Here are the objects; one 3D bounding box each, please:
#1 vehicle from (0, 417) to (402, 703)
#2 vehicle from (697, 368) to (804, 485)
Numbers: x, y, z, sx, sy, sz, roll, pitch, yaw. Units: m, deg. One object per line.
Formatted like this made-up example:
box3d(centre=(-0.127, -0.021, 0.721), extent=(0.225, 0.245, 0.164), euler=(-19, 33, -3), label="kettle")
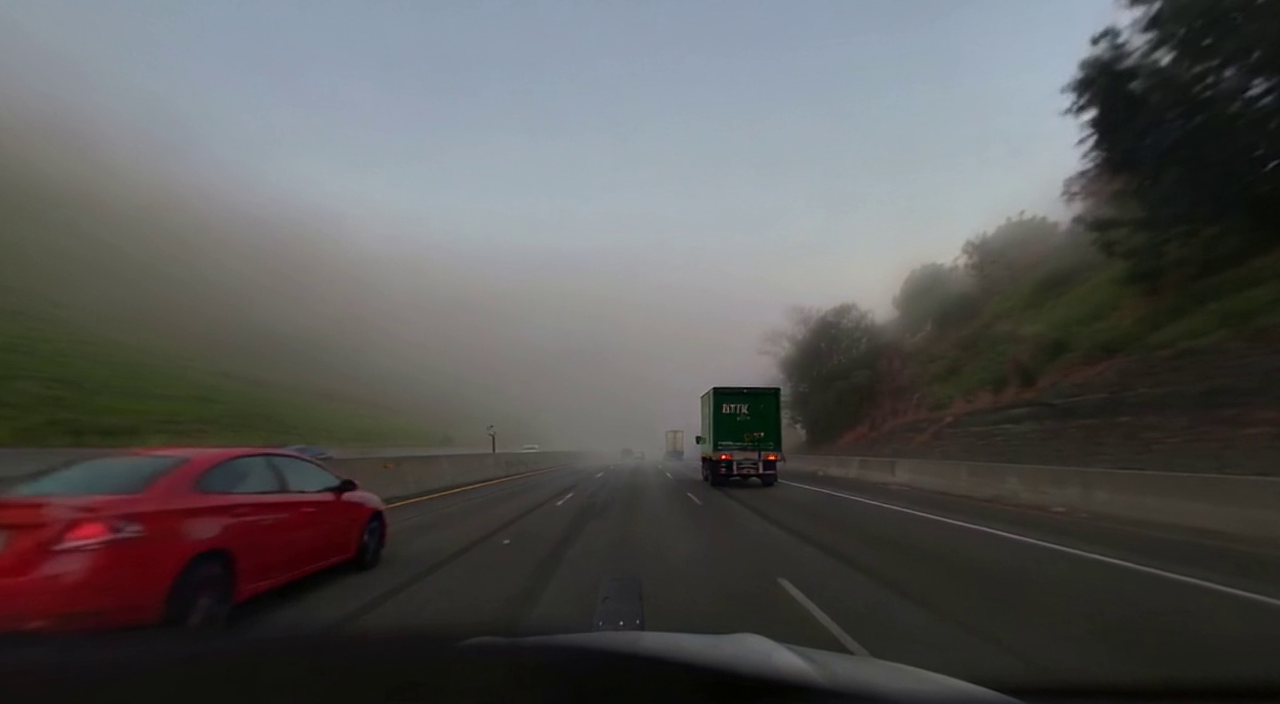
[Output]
box3d(centre=(-3.861, 1.338, 4.747), extent=(2.060, 1.475, 5.314), euler=(0, -9, 0), label="vehicle")
box3d(centre=(4.092, 3.032, 25.027), extent=(2.999, 4.023, 6.337), euler=(0, -9, 0), label="vehicle")
